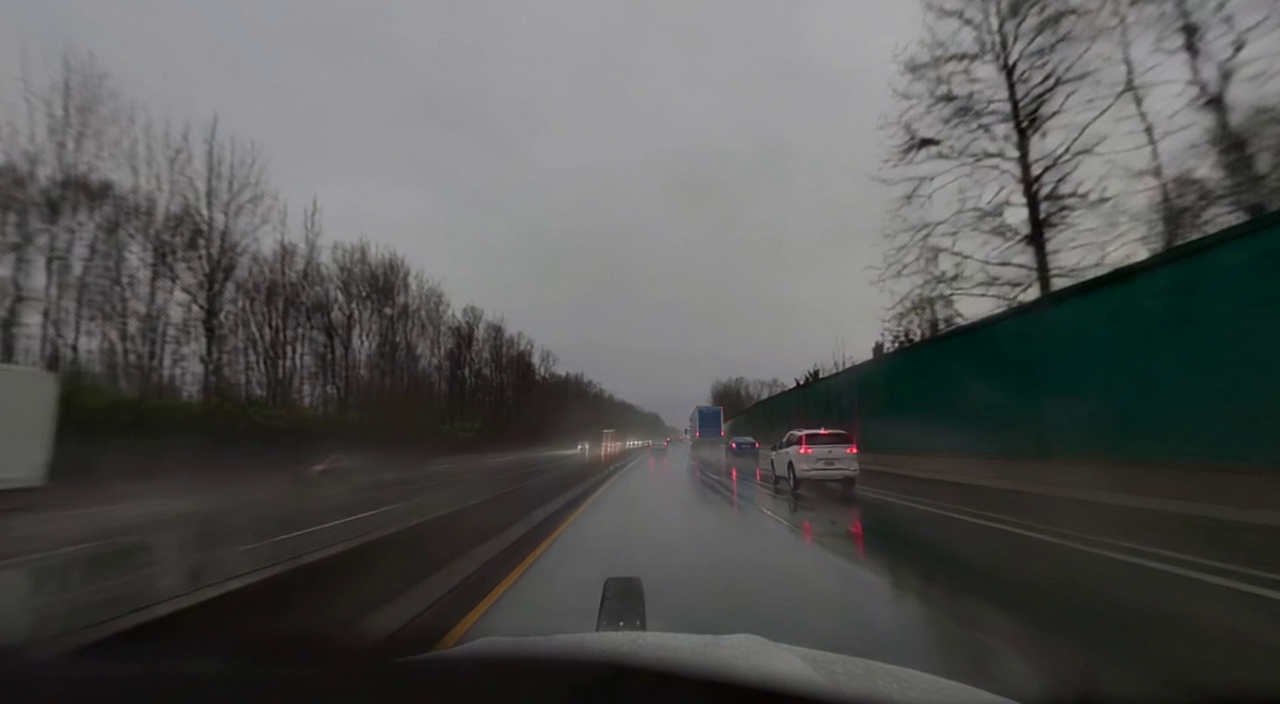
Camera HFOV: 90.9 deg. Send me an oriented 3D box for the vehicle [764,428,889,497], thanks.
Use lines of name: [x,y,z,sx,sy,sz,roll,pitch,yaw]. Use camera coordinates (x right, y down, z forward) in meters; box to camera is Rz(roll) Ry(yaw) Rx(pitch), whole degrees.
vehicle: [4.608,2.782,16.224,1.940,1.539,4.005,0,-8,-1]

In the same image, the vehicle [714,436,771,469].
vehicle: [4.904,4.884,30.754,2.000,1.473,4.440,0,-8,0]
